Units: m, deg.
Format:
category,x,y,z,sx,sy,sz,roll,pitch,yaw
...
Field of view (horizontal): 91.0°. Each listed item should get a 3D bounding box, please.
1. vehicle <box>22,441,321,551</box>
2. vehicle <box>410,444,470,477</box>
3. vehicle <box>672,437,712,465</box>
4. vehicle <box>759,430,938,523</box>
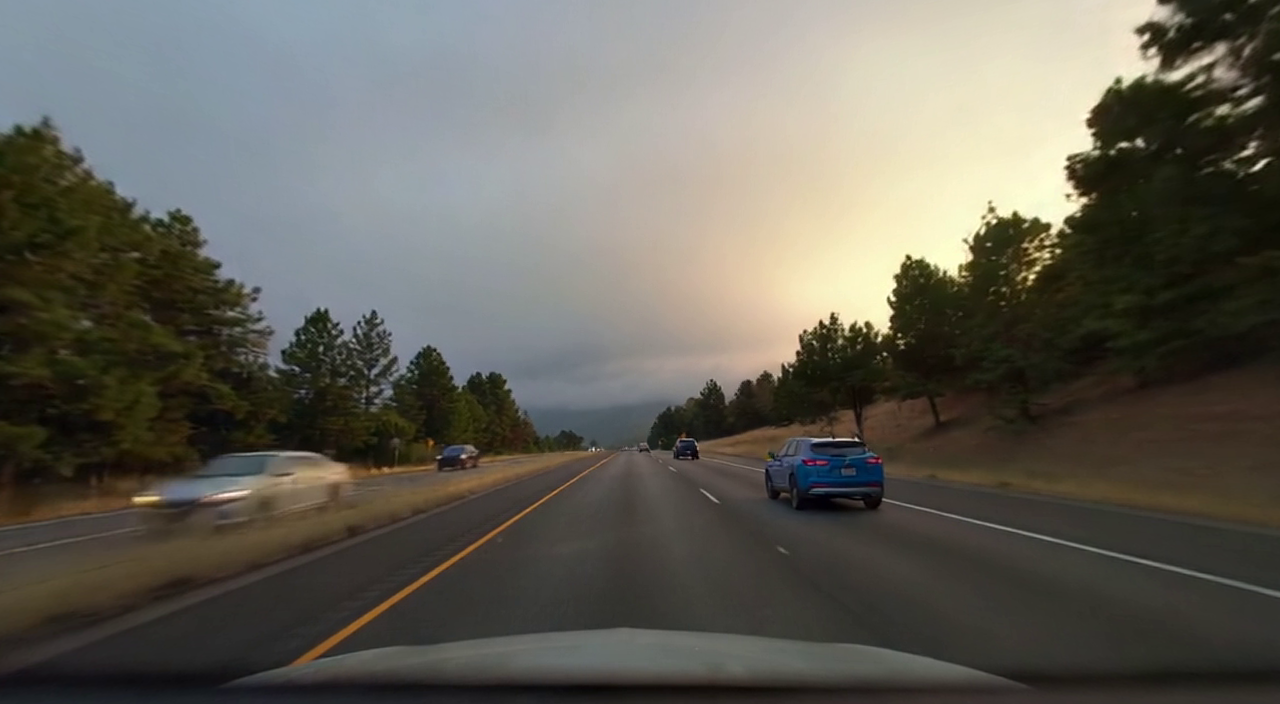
category,x,y,z,sx,sy,sz,roll,pitch,yaw
vehicle,-7.738,2.345,11.116,1.925,1.512,4.387,0,-8,0
vehicle,-10.939,5.931,34.739,1.971,1.678,4.295,0,-8,-1
vehicle,3.226,6.264,39.980,2.043,1.673,4.016,0,-8,-2
vehicle,3.830,2.342,12.497,1.999,1.501,4.221,0,-8,-2
